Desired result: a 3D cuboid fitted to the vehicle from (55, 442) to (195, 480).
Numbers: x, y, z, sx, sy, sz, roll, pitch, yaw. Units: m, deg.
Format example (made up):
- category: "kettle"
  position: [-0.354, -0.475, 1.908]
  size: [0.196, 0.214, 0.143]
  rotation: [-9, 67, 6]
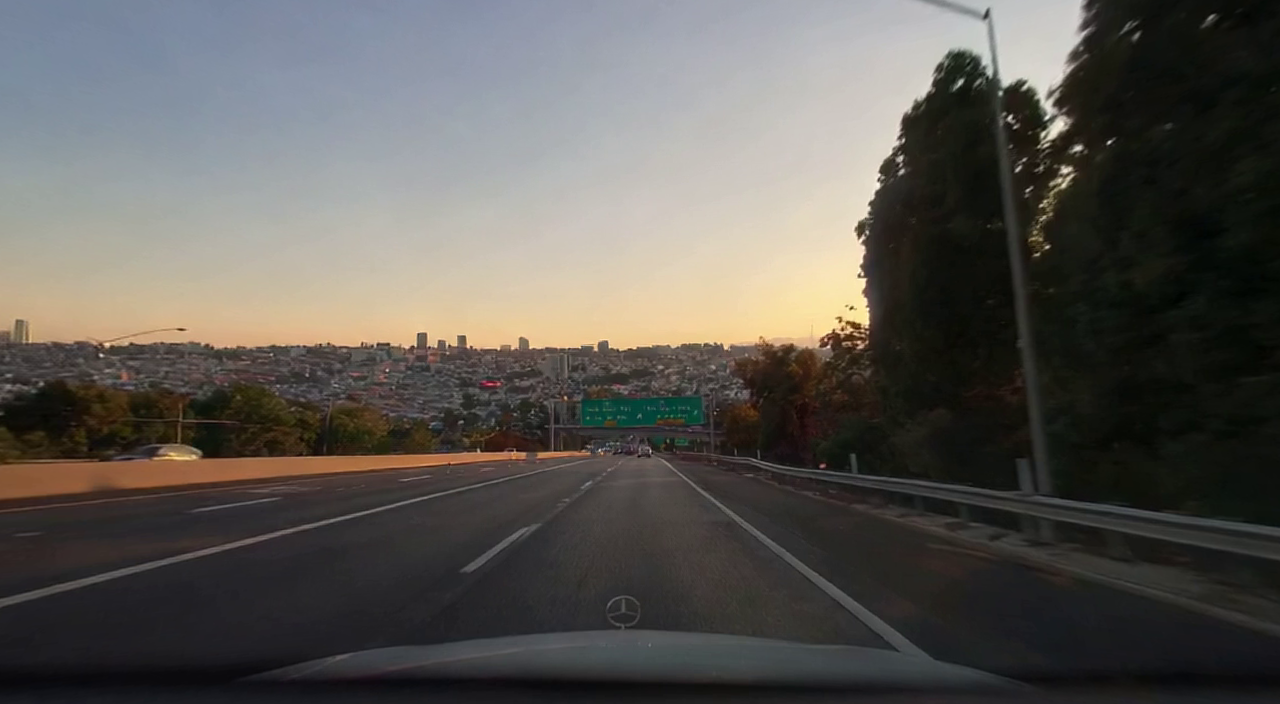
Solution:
- category: "vehicle"
  position: [-28.339, 6.011, 35.070]
  size: [2.235, 1.864, 6.561]
  rotation: [0, -9, 1]
